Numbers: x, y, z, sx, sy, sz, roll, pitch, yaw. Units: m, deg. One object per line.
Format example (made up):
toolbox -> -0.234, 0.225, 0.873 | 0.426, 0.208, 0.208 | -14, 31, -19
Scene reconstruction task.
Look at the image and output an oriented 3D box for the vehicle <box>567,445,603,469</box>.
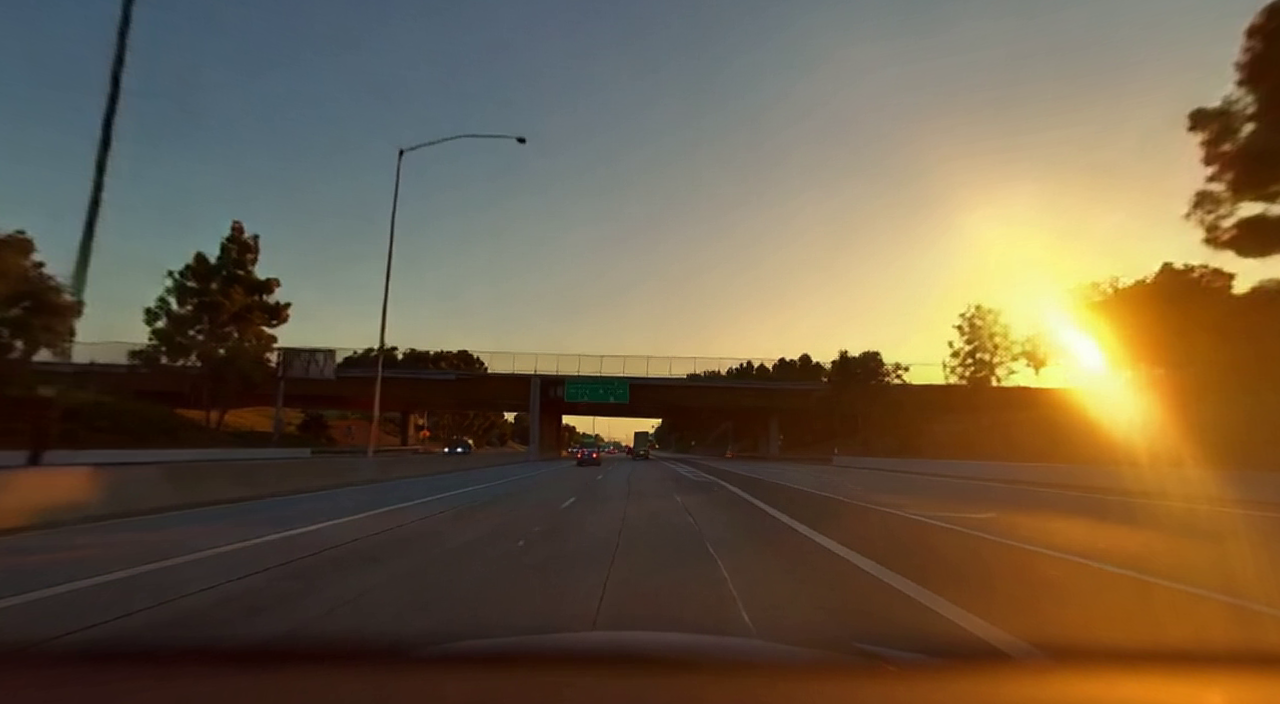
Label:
vehicle -> -3.755, 7.290, 43.728 | 2.070, 1.564, 4.145 | 0, -9, 0
